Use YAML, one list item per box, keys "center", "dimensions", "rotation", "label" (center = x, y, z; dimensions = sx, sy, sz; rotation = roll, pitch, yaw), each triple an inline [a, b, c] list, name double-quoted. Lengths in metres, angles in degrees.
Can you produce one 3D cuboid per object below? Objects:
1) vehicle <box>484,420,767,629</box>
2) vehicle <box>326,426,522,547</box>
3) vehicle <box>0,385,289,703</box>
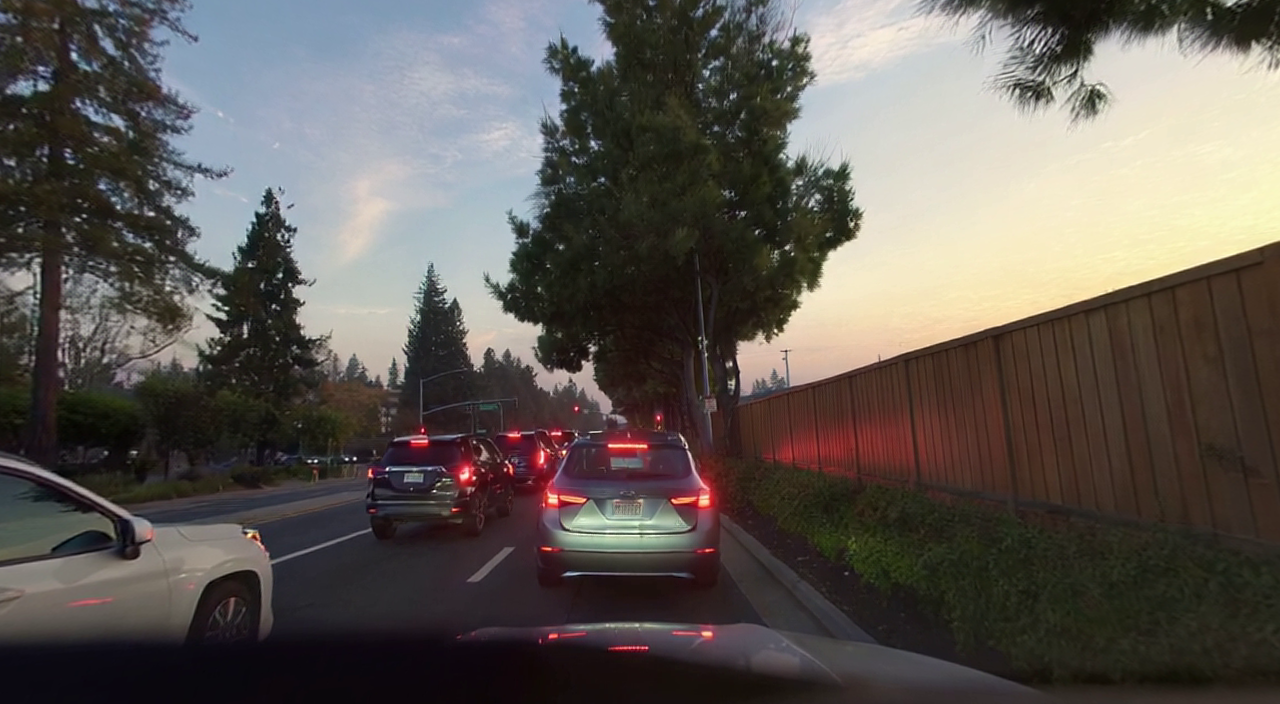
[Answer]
- center: [-0.132, 1.506, 6.449]
  dimensions: [1.995, 1.460, 3.865]
  rotation: [0, -8, -1]
  label: "vehicle"
- center: [-3.221, 2.063, 10.255]
  dimensions: [1.850, 1.582, 3.688]
  rotation: [0, -8, 0]
  label: "vehicle"
- center: [-3.208, 0.794, 1.582]
  dimensions: [1.980, 1.520, 4.636]
  rotation: [0, -8, 0]
  label: "vehicle"
